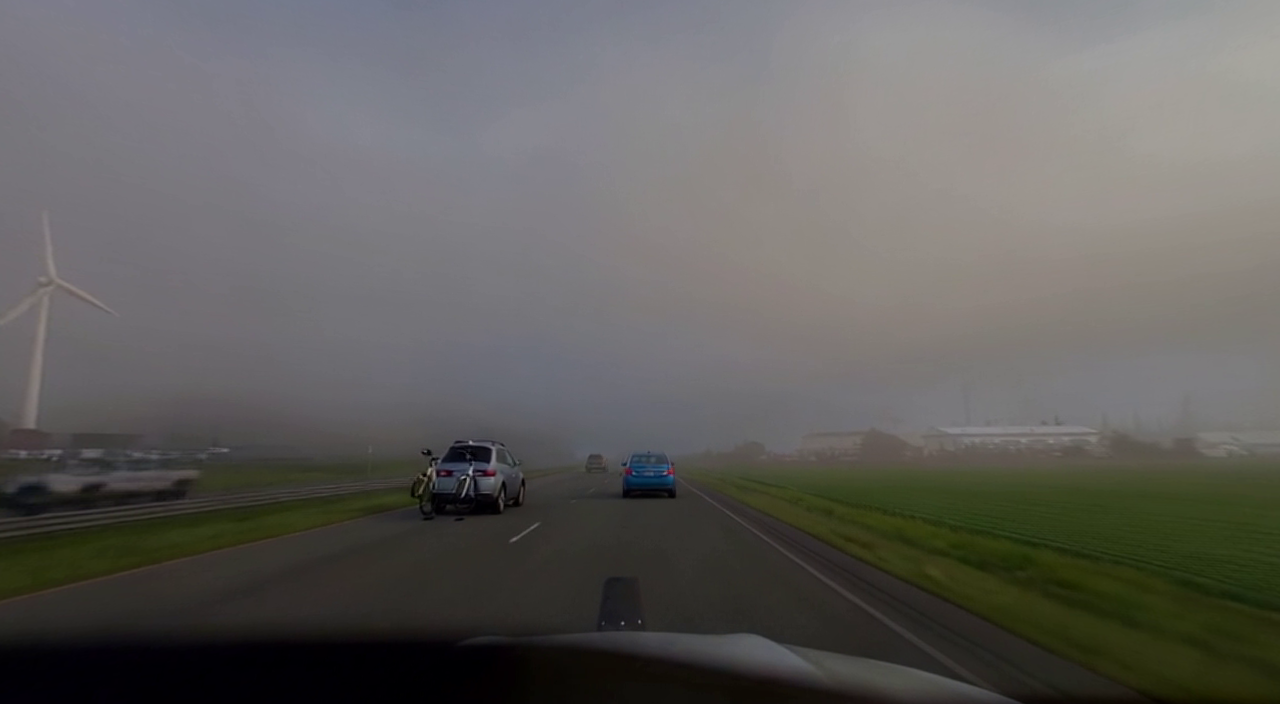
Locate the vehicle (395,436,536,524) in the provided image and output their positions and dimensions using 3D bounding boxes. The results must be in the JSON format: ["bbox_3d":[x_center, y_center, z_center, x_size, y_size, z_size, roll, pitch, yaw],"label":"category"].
[{"bbox_3d":[-3.731,2.807,14.324,1.962,1.681,4.033,-1,-9,1],"label":"vehicle"}]

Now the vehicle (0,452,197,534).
[{"bbox_3d":[-12.582,2.987,13.993,1.986,1.460,4.765,-1,-9,1],"label":"vehicle"}]

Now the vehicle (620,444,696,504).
[{"bbox_3d":[0.469,3.636,19.162,2.063,1.582,3.955,0,-9,0],"label":"vehicle"}]
